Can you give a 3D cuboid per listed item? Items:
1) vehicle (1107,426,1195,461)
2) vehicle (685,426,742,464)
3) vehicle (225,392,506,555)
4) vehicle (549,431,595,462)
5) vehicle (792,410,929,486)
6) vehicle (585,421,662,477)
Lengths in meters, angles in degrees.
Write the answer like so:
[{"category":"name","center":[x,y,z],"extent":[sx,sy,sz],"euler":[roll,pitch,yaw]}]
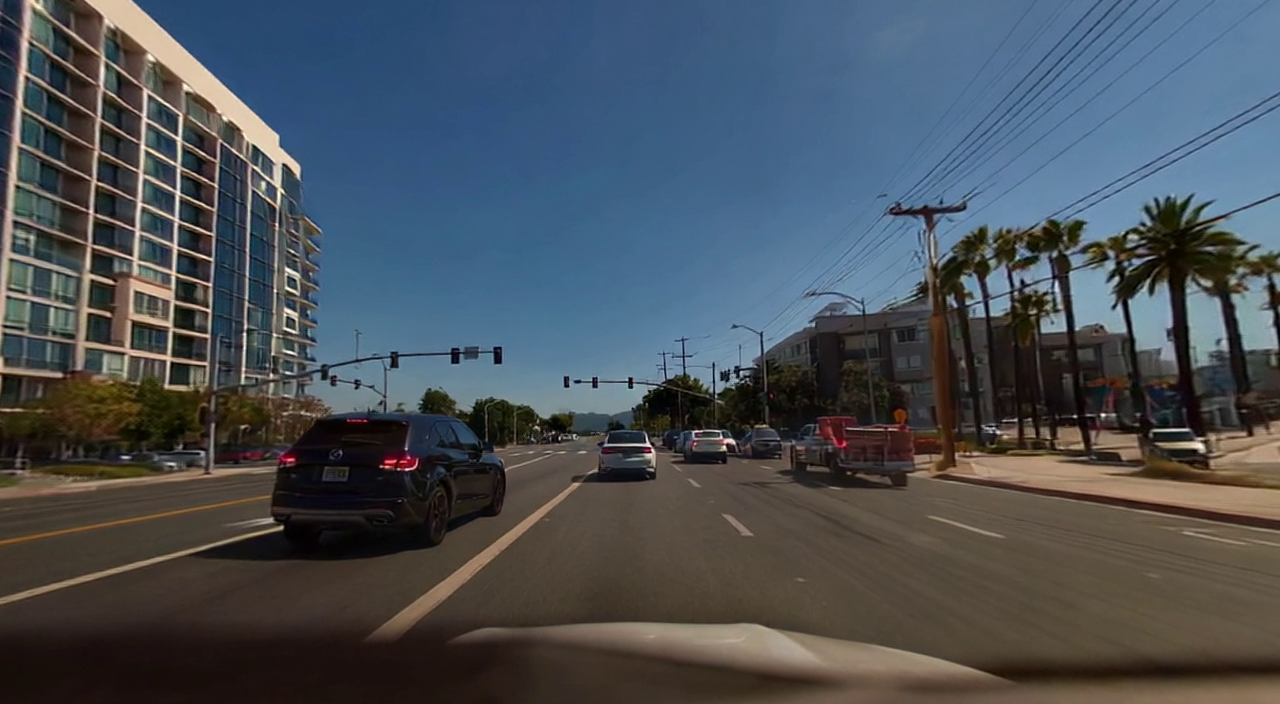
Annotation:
[{"category":"vehicle","center":[23.942,4.324,29.824],"extent":[2.020,1.501,4.732],"euler":[-4,-9,24]},{"category":"vehicle","center":[3.204,4.149,28.195],"extent":[1.975,1.598,4.025],"euler":[0,-8,-1]},{"category":"vehicle","center":[-3.495,1.665,9.237],"extent":[2.136,1.779,4.417],"euler":[0,-8,0]},{"category":"vehicle","center":[-3.457,4.927,32.818],"extent":[1.973,1.504,3.895],"euler":[0,-8,0]},{"category":"vehicle","center":[6.418,2.903,19.231],"extent":[2.130,1.979,5.310],"euler":[0,-8,-1]},{"category":"vehicle","center":[-0.548,3.262,21.312],"extent":[2.302,1.681,4.217],"euler":[0,-8,-1]}]
